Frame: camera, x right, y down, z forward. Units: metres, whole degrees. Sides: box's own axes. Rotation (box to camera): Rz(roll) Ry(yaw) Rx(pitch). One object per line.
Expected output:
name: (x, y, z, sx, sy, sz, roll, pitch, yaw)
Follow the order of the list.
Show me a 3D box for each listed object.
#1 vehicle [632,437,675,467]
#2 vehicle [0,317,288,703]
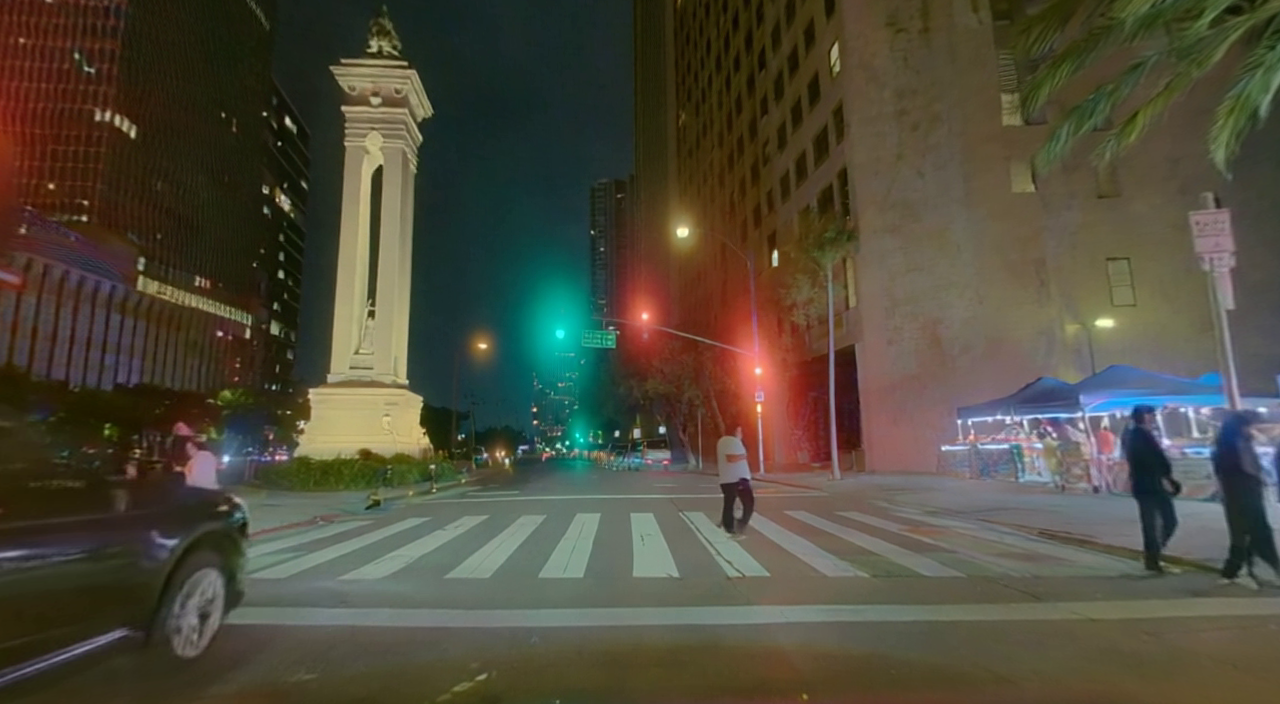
vehicle: (0.915, 7.348, 46.616, 2.322, 2.071, 5.366, 1, -9, -9)
vehicle: (-3.237, 0.632, 1.619, 1.948, 1.674, 4.668, 0, -8, 0)
